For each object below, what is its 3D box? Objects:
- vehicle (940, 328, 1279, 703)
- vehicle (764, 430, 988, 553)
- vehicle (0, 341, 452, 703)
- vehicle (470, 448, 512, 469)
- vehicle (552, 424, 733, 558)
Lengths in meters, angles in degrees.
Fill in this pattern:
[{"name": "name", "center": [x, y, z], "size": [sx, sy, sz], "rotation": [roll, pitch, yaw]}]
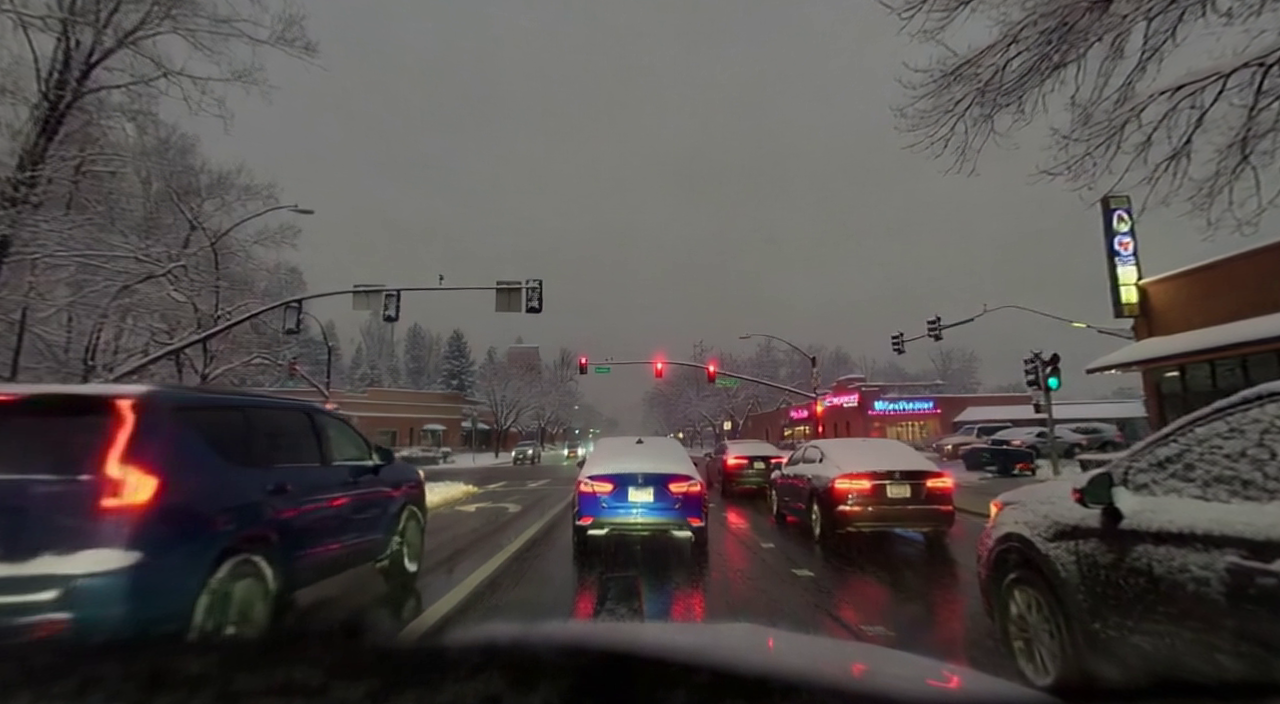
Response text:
[{"name": "vehicle", "center": [3.005, 0.759, 1.916], "size": [2.075, 1.661, 4.401], "rotation": [-1, -9, 1]}, {"name": "vehicle", "center": [3.345, 2.049, 9.972], "size": [1.865, 1.496, 4.170], "rotation": [0, -9, -1]}, {"name": "vehicle", "center": [-3.427, 1.212, 5.235], "size": [2.257, 1.823, 4.777], "rotation": [0, -9, 0]}, {"name": "vehicle", "center": [-11.240, 8.021, 47.877], "size": [2.099, 1.478, 4.411], "rotation": [0, -9, 0]}, {"name": "vehicle", "center": [0.022, 1.942, 9.471], "size": [2.154, 1.577, 3.723], "rotation": [0, -9, 0]}]
